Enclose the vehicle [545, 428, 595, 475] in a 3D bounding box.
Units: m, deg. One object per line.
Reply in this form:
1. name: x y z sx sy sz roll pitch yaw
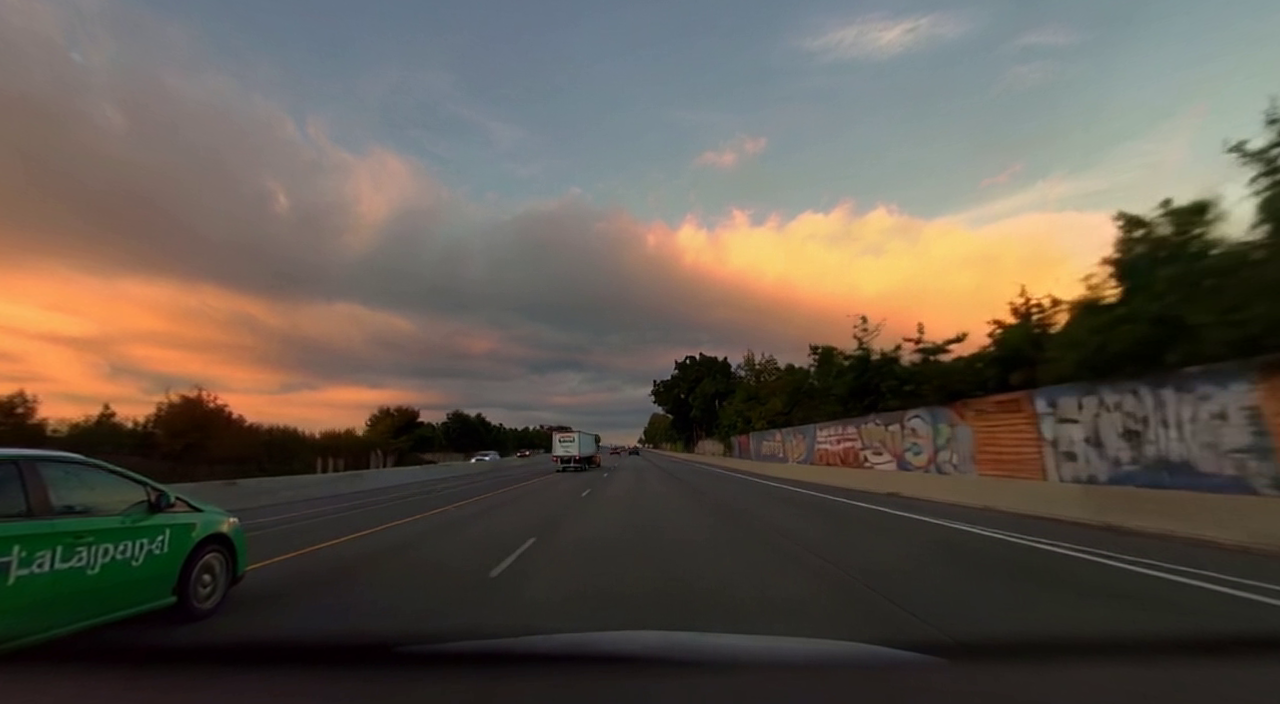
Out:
1. vehicle: -4.014 5.878 37.172 2.305 2.517 5.486 0 -9 0
